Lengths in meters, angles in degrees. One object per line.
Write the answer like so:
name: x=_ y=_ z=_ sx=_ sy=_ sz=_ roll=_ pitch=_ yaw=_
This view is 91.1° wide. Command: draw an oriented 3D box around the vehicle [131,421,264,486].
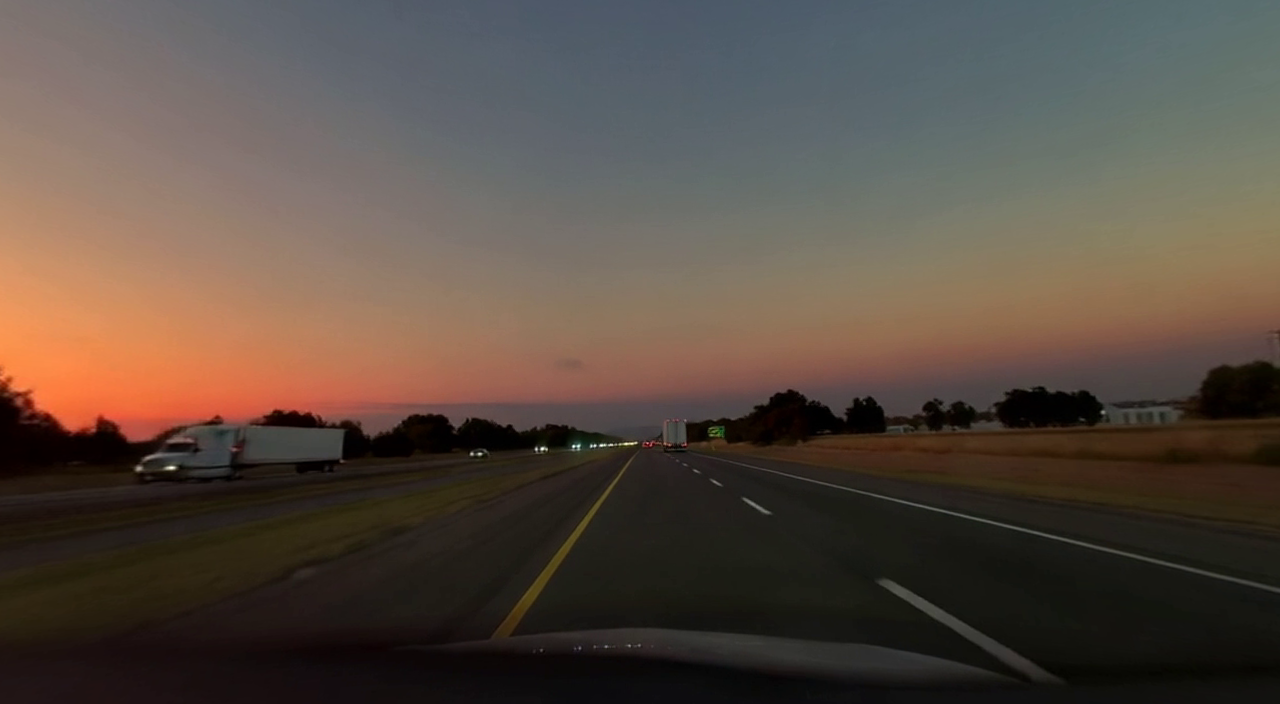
vehicle: x=-32.081 y=7.403 z=46.183 sx=3.095 sy=4.280 sz=8.662 roll=0 pitch=-8 yaw=2
